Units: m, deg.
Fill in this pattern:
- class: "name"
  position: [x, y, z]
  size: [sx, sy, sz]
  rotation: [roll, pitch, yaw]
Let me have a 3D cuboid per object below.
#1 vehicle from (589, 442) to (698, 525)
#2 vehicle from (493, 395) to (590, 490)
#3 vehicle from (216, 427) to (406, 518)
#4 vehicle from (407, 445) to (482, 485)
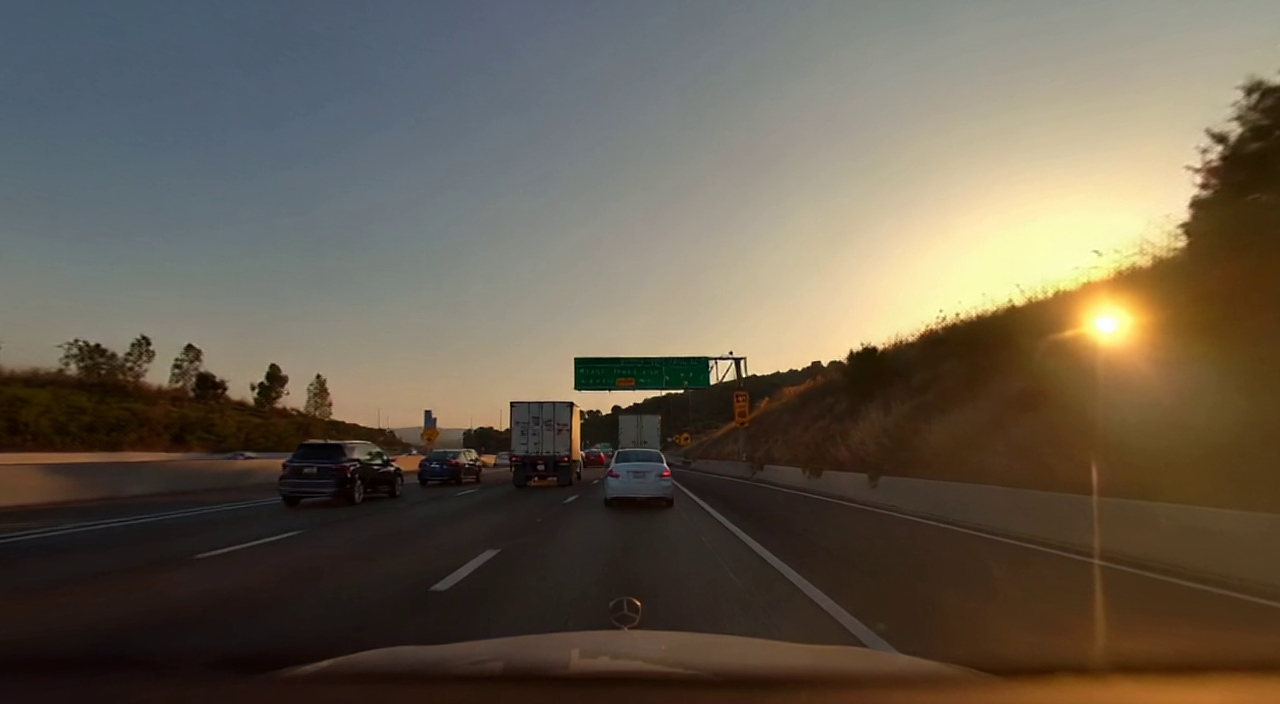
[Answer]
- class: "vehicle"
  position: [0.045, 2.680, 13.321]
  size: [1.995, 1.495, 3.380]
  rotation: [0, -9, -1]
- class: "vehicle"
  position: [-3.774, 3.758, 26.097]
  size: [2.812, 3.342, 7.248]
  rotation: [0, -9, 0]
- class: "vehicle"
  position: [-7.248, 2.706, 14.545]
  size: [1.952, 1.746, 4.332]
  rotation: [-1, -9, 1]
- class: "vehicle"
  position: [-8.032, 4.681, 26.284]
  size: [1.880, 1.512, 3.758]
  rotation: [-1, -9, 1]
